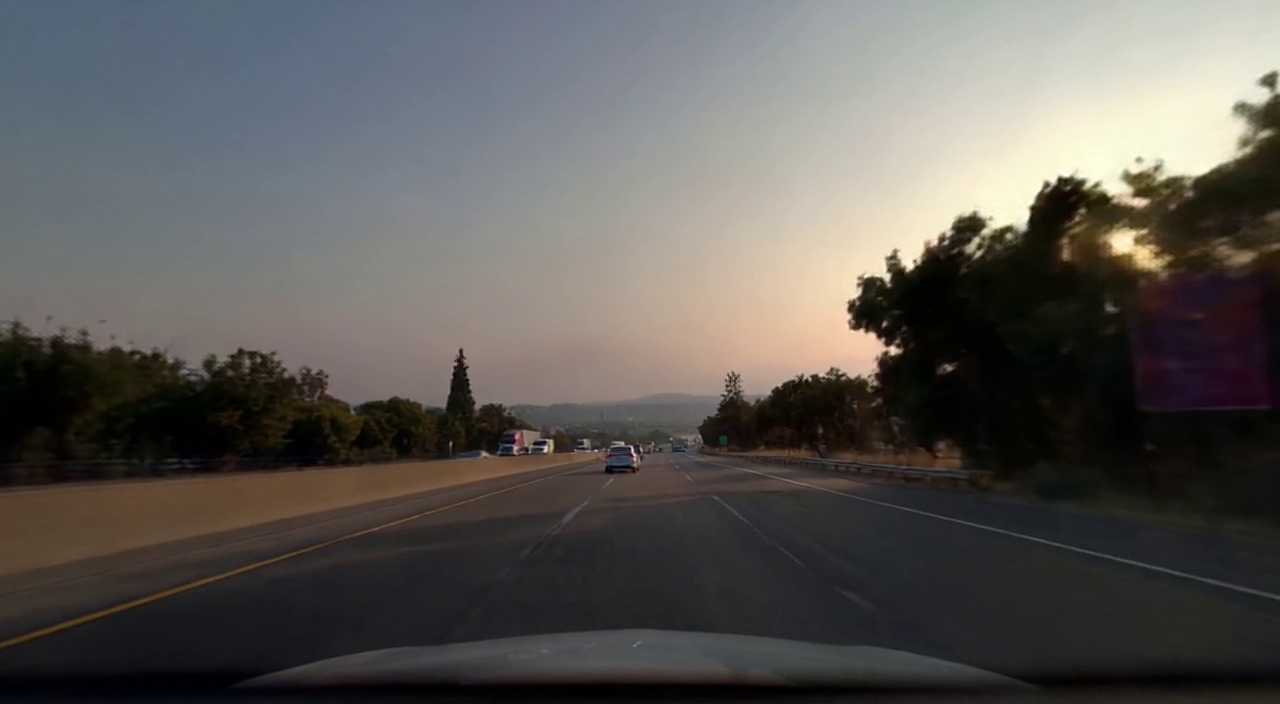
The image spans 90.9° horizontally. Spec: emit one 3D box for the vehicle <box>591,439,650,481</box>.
[{"bbox_3d":[-0.745,4.663,27.451,2.231,1.652,4.503,0,-9,2],"label":"vehicle"}]

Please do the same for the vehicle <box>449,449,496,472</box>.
[{"bbox_3d":[-11.159,7.236,42.192,1.865,1.466,4.348,0,-9,1],"label":"vehicle"}]
